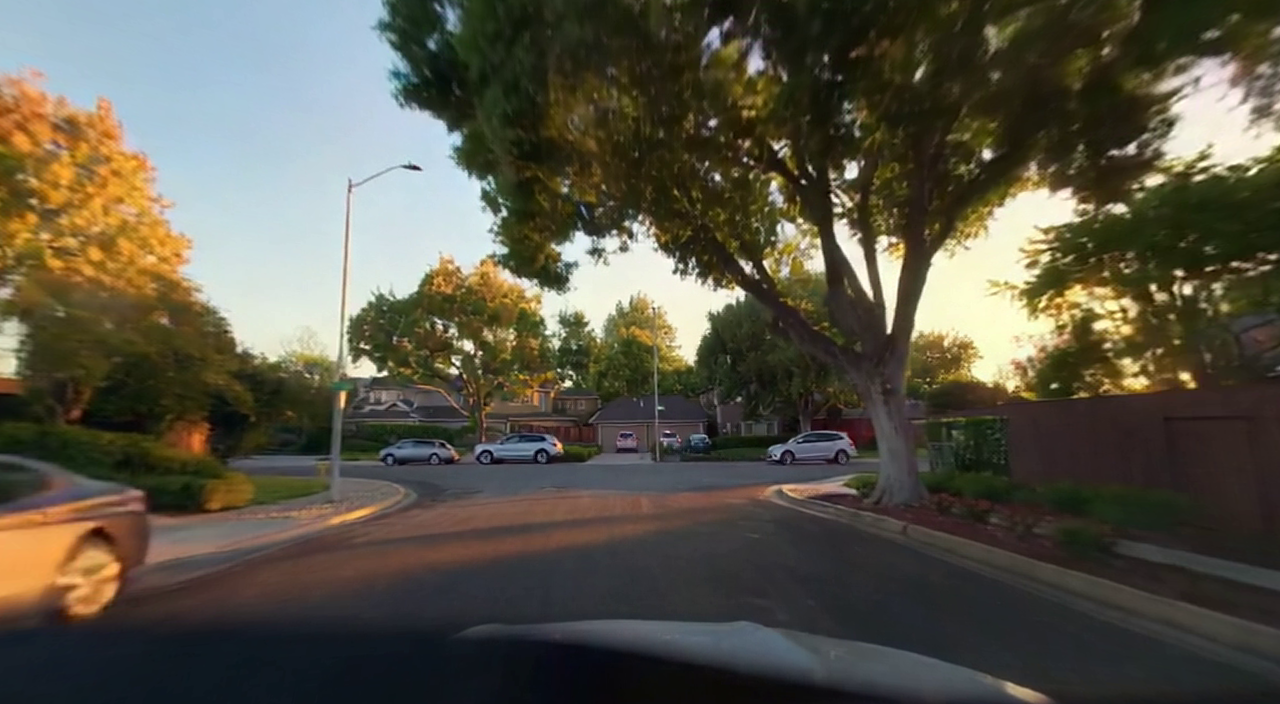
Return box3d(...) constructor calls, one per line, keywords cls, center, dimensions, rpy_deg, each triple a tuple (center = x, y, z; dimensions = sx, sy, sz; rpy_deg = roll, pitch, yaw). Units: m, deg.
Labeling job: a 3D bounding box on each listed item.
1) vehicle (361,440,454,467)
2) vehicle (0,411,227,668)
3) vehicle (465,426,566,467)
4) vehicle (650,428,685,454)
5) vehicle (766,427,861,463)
box3d(cls="vehicle", center=(-13.316, 5.848, 36.417), dimensions=(4.650, 1.480, 1.782), rpy_deg=(0, -9, -1))
box3d(cls="vehicle", center=(-5.124, 1.228, 4.133), dimensions=(1.887, 1.660, 4.312), rpy_deg=(0, -8, 0))
box3d(cls="vehicle", center=(-7.151, 5.461, 36.709), dimensions=(5.419, 2.292, 2.272), rpy_deg=(0, -7, -2))
box3d(cls="vehicle", center=(2.100, 7.012, 49.894), dimensions=(2.278, 1.969, 5.533), rpy_deg=(0, -8, -2))
box3d(cls="vehicle", center=(10.029, 5.431, 36.846), dimensions=(4.919, 1.969, 2.104), rpy_deg=(0, -9, 1))
